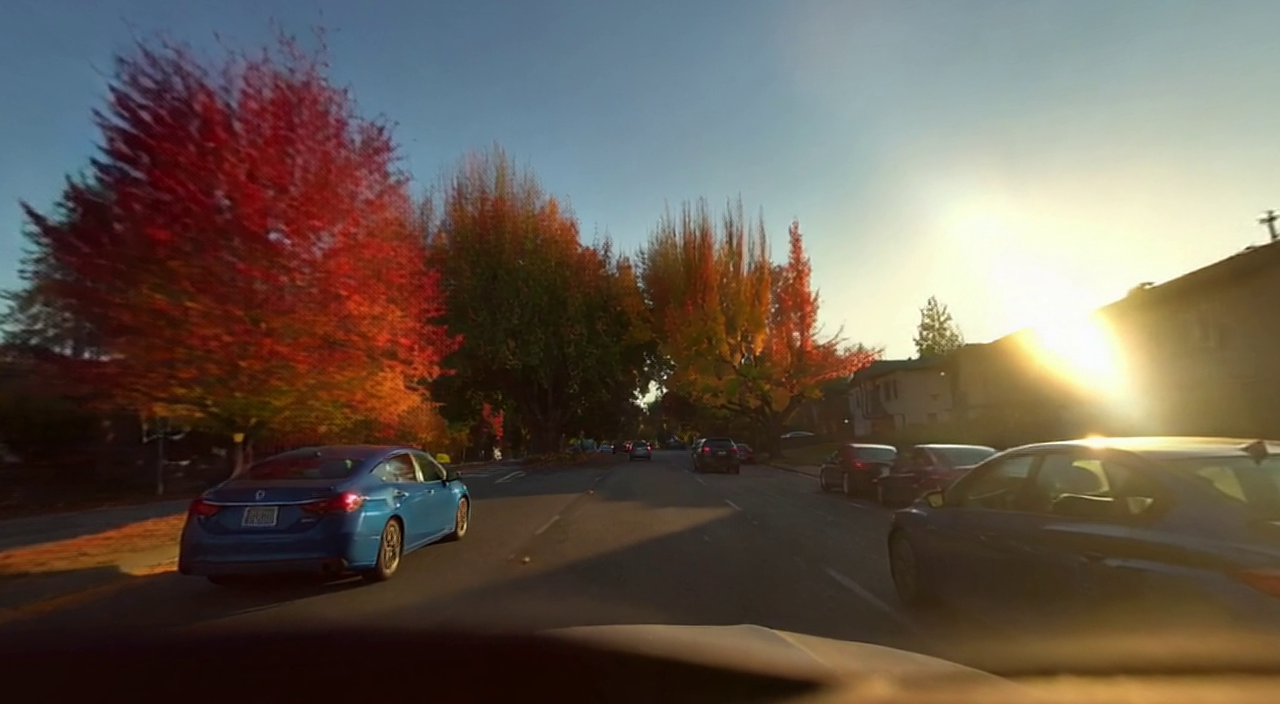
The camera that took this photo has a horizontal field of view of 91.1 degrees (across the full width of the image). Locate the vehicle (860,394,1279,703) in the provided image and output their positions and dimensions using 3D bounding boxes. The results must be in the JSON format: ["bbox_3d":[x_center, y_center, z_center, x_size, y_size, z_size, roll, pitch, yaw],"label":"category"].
[{"bbox_3d":[3.275,1.173,4.102,2.060,1.474,4.475,0,-8,0],"label":"vehicle"}]

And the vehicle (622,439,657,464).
[{"bbox_3d":[-0.006,6.893,43.537,2.293,1.662,4.262,0,-8,1],"label":"vehicle"}]

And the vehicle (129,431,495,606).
[{"bbox_3d":[-3.363,1.772,7.742,1.997,1.479,4.547,0,-8,1],"label":"vehicle"}]

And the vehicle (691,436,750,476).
[{"bbox_3d":[3.567,4.710,28.619,2.019,1.675,4.488,0,-8,-1],"label":"vehicle"}]
